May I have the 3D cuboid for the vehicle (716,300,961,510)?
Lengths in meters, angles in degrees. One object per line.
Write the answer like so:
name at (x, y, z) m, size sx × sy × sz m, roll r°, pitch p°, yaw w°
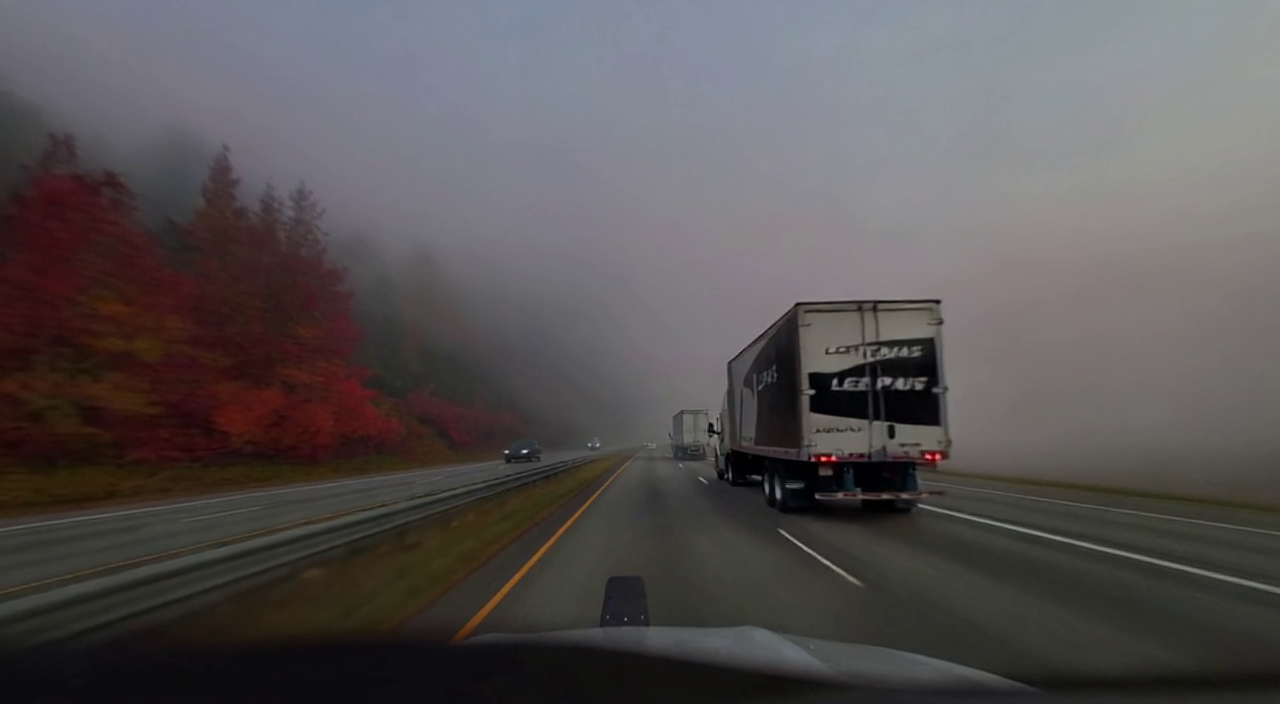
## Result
vehicle at (4.510, 1.936, 18.681) m, size 2.864 × 3.962 × 13.768 m, roll 0°, pitch -8°, yaw 0°

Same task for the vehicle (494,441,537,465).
vehicle at (-9.253, 7.546, 47.109) m, size 2.019 × 1.697 × 4.634 m, roll 0°, pitch -8°, yaw 3°
